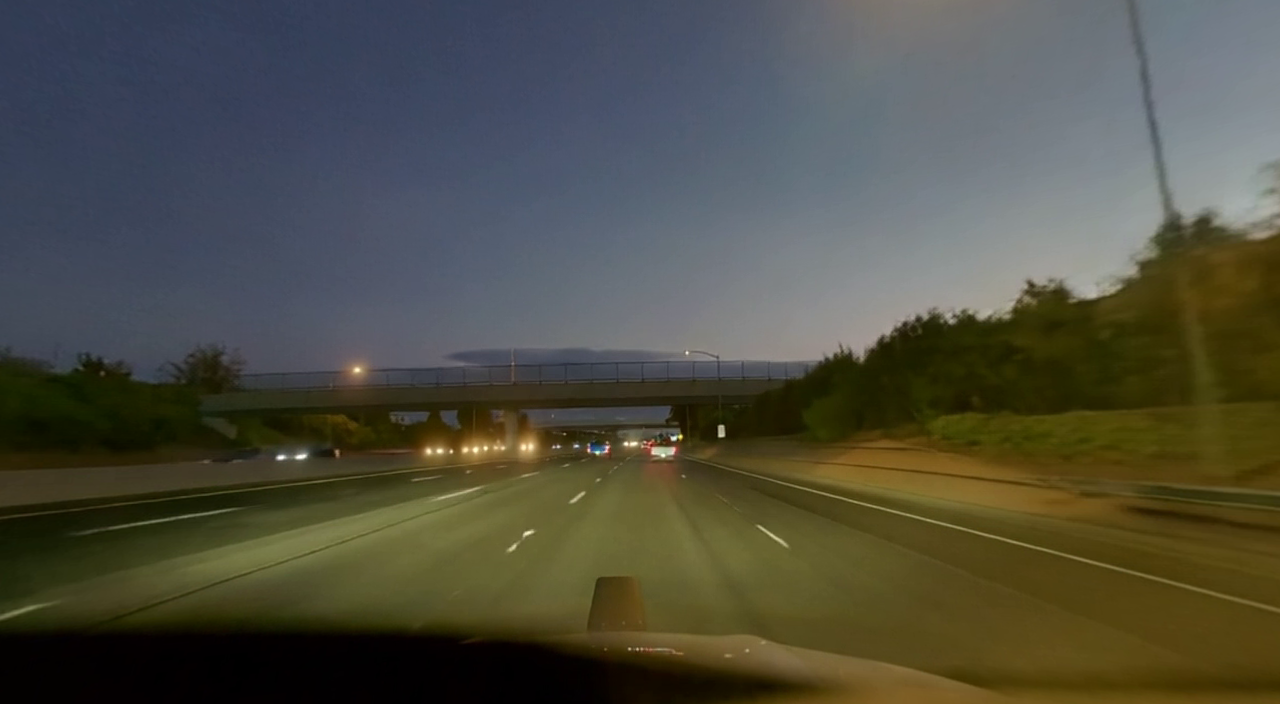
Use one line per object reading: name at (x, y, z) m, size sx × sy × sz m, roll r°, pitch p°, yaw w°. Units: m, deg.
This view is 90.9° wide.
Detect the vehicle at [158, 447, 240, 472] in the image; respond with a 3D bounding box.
vehicle at (-26.574, 6.458, 38.197) m, size 1.842 × 1.430 × 4.330 m, roll 0°, pitch -8°, yaw 1°

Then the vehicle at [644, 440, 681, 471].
vehicle at (1.259, 5.929, 36.500) m, size 2.010 × 1.637 × 4.940 m, roll 0°, pitch -8°, yaw 1°

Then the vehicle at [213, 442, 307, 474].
vehicle at (-19.968, 5.567, 33.398) m, size 2.113 × 1.559 × 4.495 m, roll 0°, pitch -8°, yaw 1°
